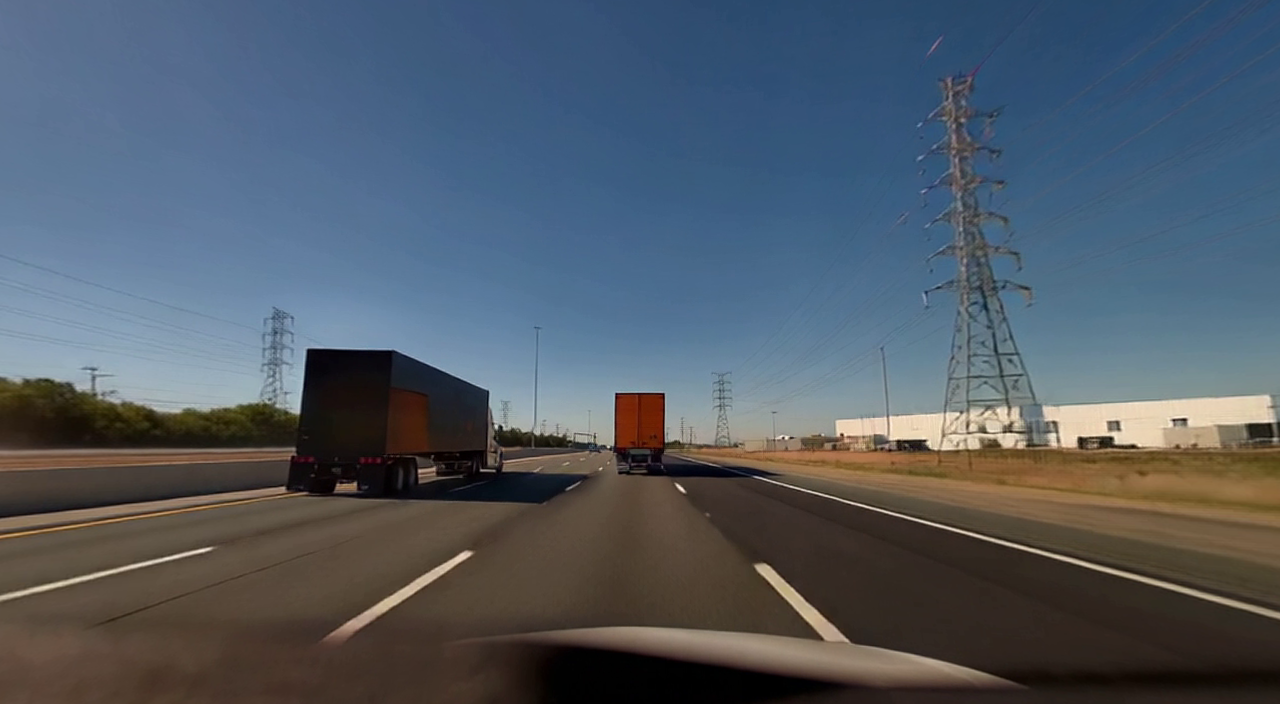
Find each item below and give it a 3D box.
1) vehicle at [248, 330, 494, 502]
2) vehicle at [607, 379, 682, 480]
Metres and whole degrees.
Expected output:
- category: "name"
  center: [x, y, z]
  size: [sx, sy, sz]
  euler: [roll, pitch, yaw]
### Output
- category: "vehicle"
  center: [-7.502, 2.281, 20.253]
  size: [2.937, 3.981, 11.119]
  euler: [0, -9, 0]
- category: "vehicle"
  center: [0.117, 3.707, 29.386]
  size: [2.858, 3.847, 10.034]
  euler: [0, -9, -1]
